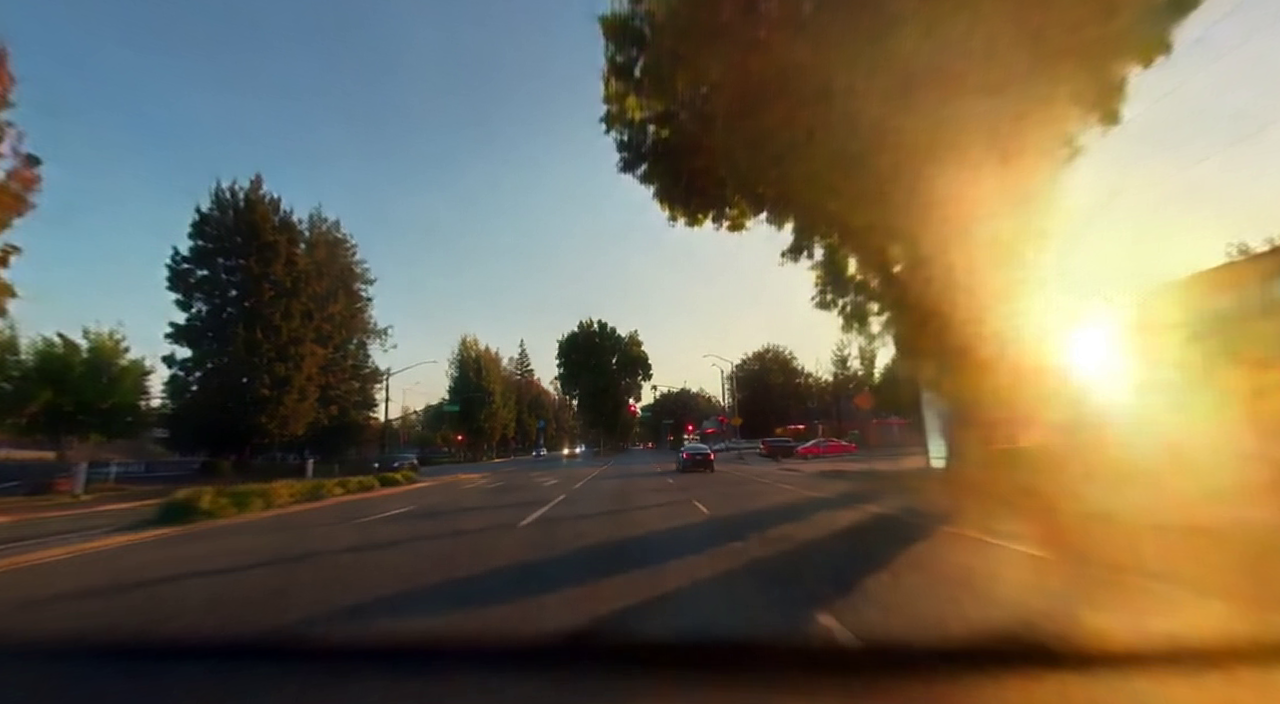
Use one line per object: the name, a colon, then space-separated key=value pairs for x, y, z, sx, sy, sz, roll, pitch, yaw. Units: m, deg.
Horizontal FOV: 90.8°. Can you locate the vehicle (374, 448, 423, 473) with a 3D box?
vehicle: x=-18.918 y=8.478 z=49.665 sx=2.026 sy=1.885 sz=4.539 roll=0 pitch=-8 yaw=0

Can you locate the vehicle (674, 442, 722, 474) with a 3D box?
vehicle: x=2.994 y=5.558 z=33.463 sx=1.961 sy=1.580 sz=4.020 roll=0 pitch=-8 yaw=-2
